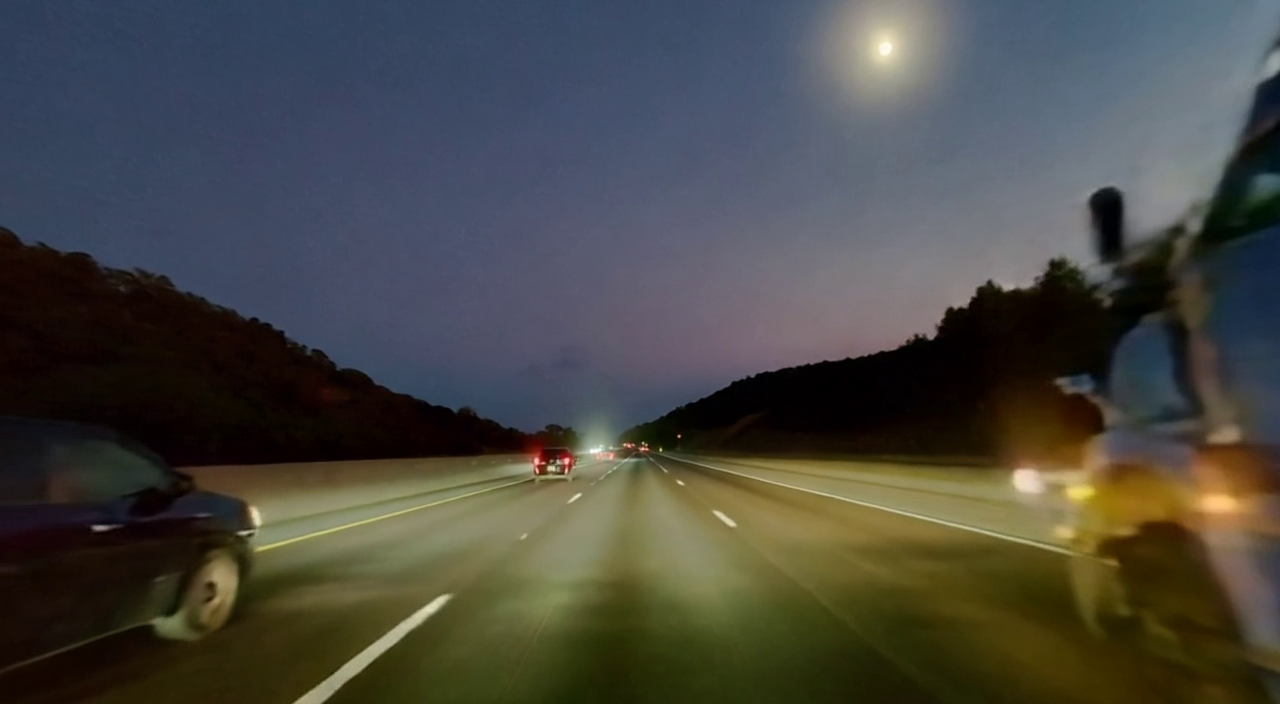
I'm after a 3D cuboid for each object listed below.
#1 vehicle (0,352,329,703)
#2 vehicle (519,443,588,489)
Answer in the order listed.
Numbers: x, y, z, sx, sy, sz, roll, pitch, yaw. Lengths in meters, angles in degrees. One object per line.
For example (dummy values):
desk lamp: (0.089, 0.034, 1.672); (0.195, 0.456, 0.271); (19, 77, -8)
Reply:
vehicle: (-3.624, 0.904, 2.749); (2.147, 1.708, 4.630); (0, -9, 0)
vehicle: (-3.127, 4.215, 23.618); (1.944, 1.548, 4.051); (0, -9, 1)
